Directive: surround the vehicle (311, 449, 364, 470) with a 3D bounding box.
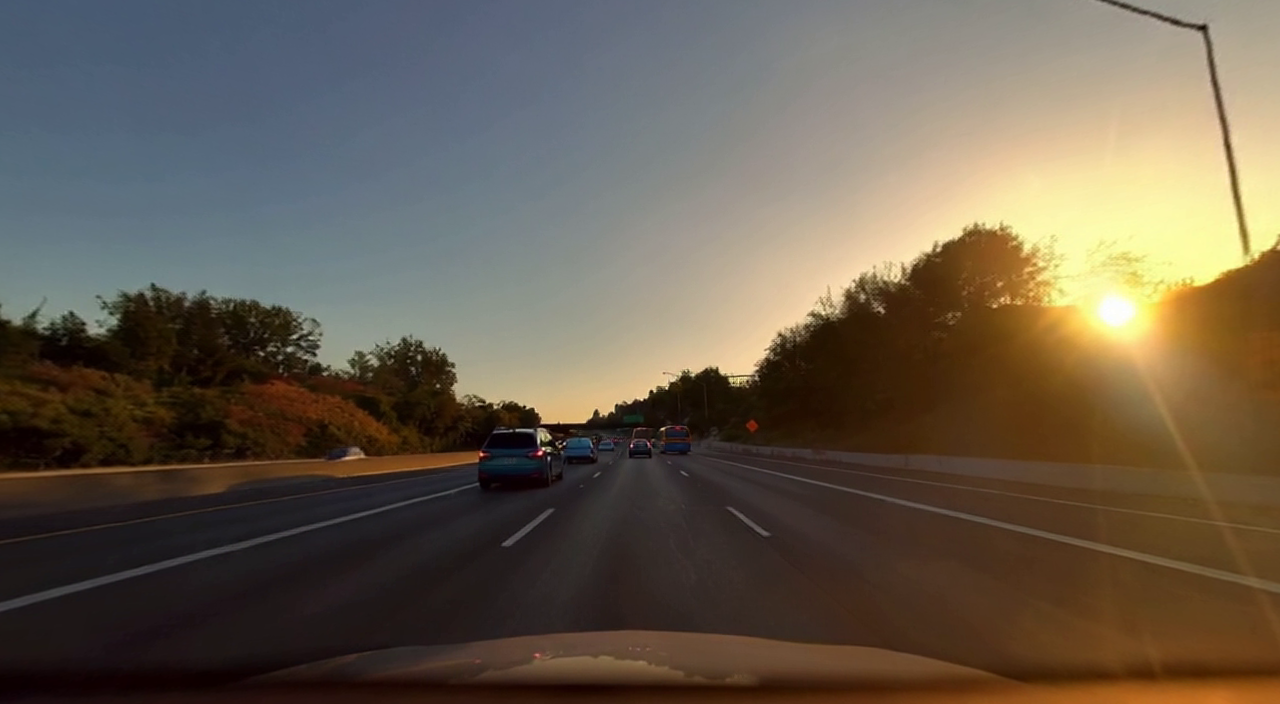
[{"bbox_3d":[-23.204,8.268,48.576,1.806,1.464,4.678,-1,-9,0],"label":"vehicle"}]

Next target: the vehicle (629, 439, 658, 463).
[{"bbox_3d":[0.225,7.313,46.740,2.042,1.632,3.654,-1,-9,0],"label":"vehicle"}]

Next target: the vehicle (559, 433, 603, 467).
[{"bbox_3d":[-3.438,5.857,37.640,2.155,1.843,4.567,-1,-9,0],"label":"vehicle"}]

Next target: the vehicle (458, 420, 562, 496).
[{"bbox_3d":[-3.597,3.057,18.390,2.016,1.898,4.458,-1,-9,1],"label":"vehicle"}]
